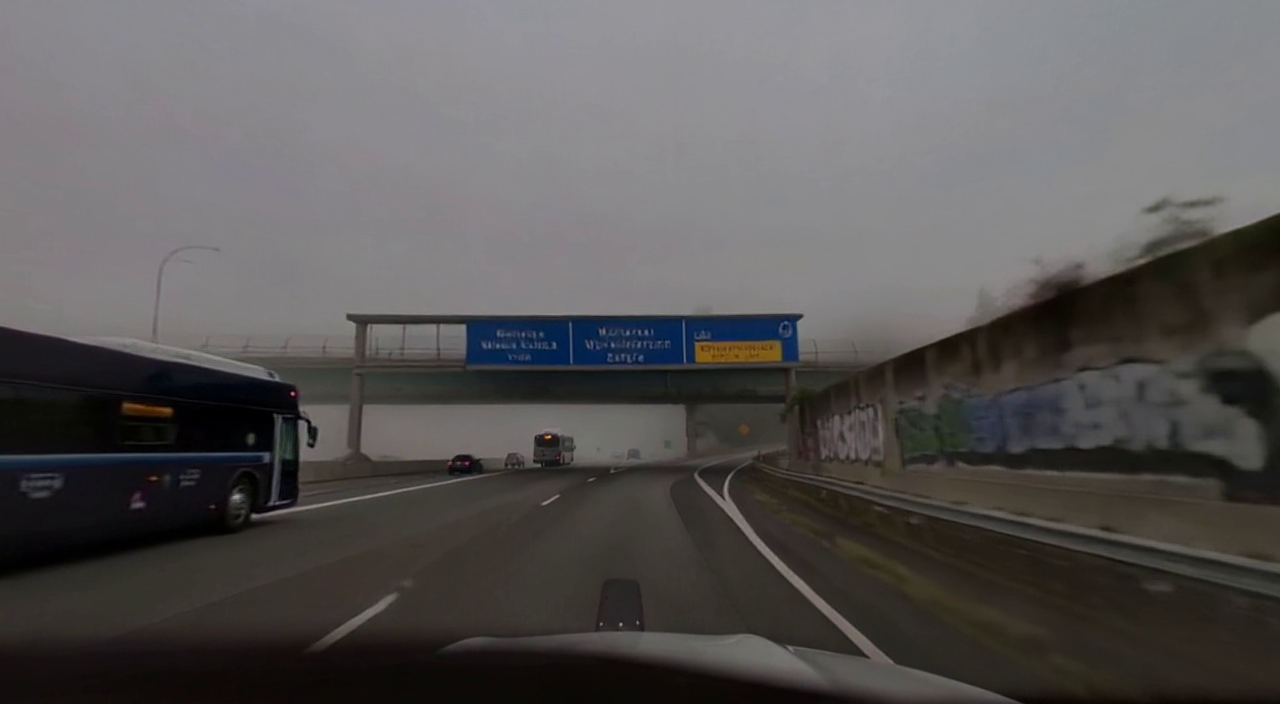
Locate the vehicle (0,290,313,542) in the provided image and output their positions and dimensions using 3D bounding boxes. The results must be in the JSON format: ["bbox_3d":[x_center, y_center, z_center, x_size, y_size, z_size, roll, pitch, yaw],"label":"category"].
[{"bbox_3d":[-10.653,1.167,10.678,2.986,3.574,13.570,0,-9,0],"label":"vehicle"}]
